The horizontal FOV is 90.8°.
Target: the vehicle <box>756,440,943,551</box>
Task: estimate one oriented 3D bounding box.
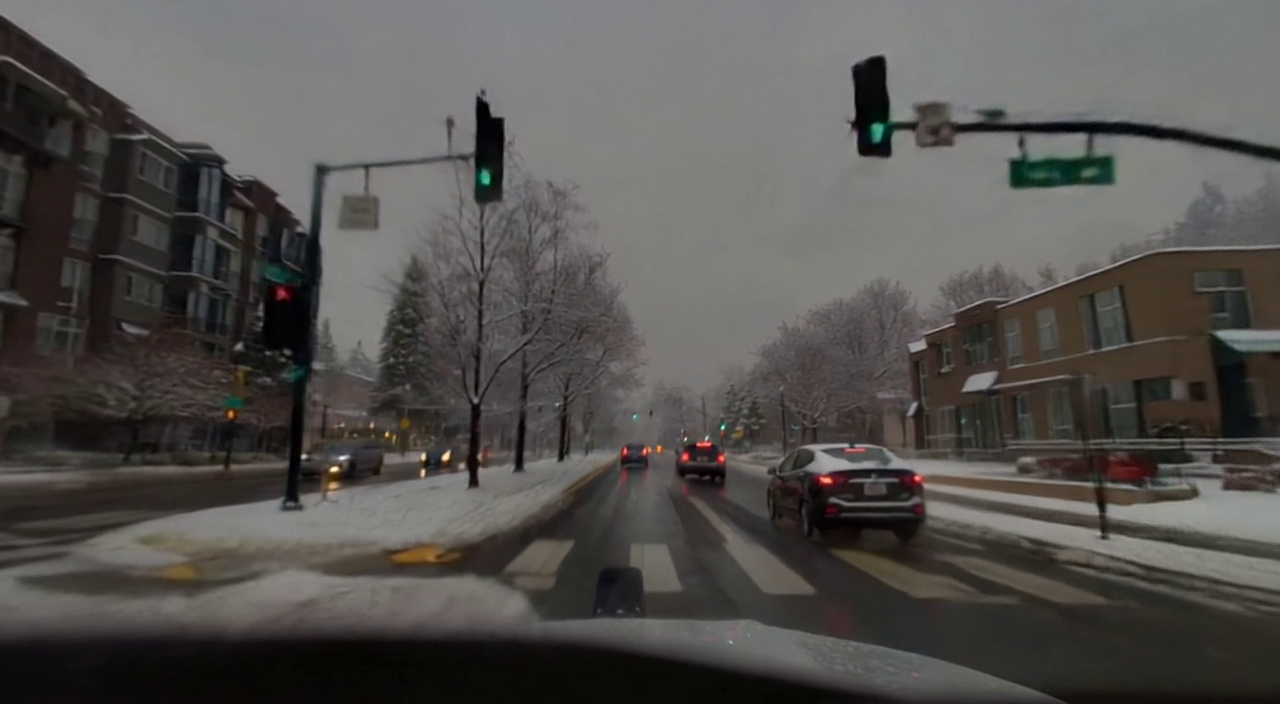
[{"bbox_3d":[3.490,2.438,11.494,1.906,1.608,4.137,0,-8,-1],"label":"vehicle"}]

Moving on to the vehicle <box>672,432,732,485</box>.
[{"bbox_3d":[2.490,4.408,26.509,2.206,1.858,5.332,2,-8,4],"label":"vehicle"}]

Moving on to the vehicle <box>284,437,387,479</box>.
[{"bbox_3d":[-12.232,4.284,25.799,1.969,1.566,4.549,0,-8,-1],"label":"vehicle"}]

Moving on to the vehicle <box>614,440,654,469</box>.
[{"bbox_3d":[-0.359,5.585,34.650,2.059,1.492,3.925,0,-8,-1],"label":"vehicle"}]

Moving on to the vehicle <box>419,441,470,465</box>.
[{"bbox_3d":[-12.763,6.623,41.538,1.926,1.446,4.565,0,-8,0],"label":"vehicle"}]
